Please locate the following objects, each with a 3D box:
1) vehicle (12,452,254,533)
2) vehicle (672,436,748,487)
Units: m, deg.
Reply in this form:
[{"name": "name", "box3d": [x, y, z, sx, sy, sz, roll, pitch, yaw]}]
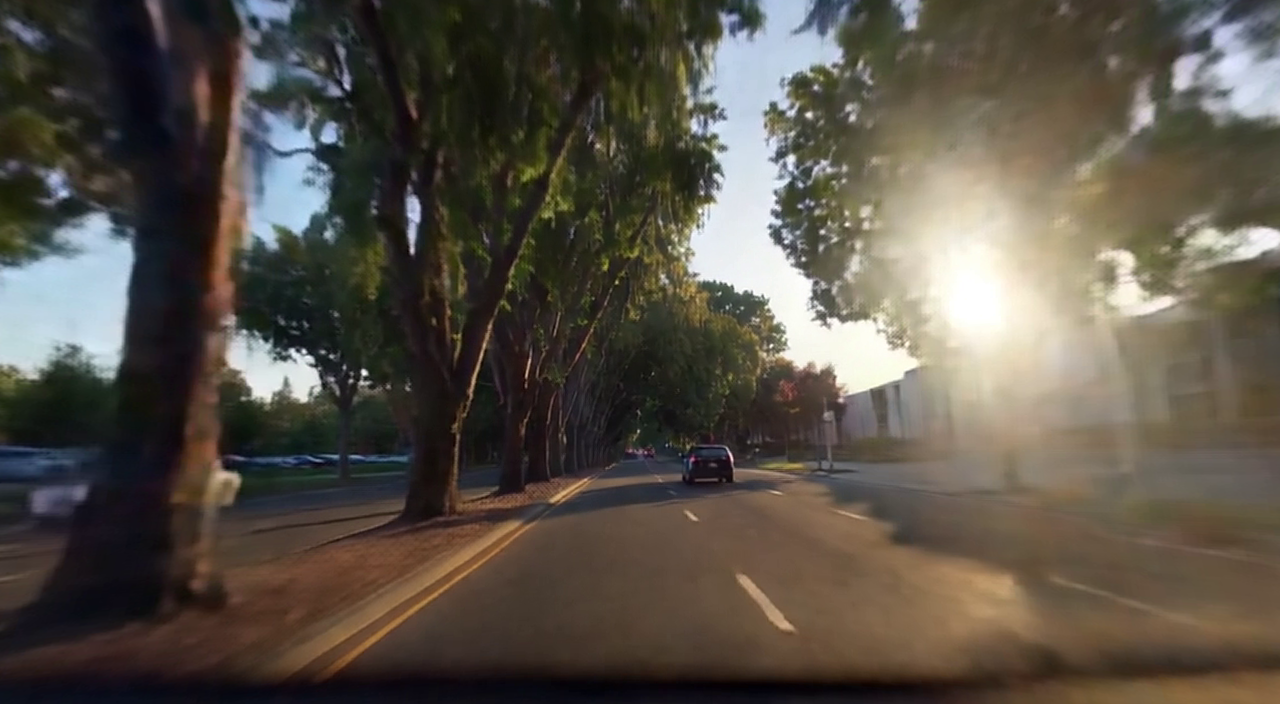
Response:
[{"name": "vehicle", "box3d": [-12.177, 3.340, 15.788, 1.888, 1.615, 5.012, 0, -8, 0]}, {"name": "vehicle", "box3d": [2.555, 4.132, 24.224, 2.240, 1.740, 4.605, 0, -8, -2]}]
